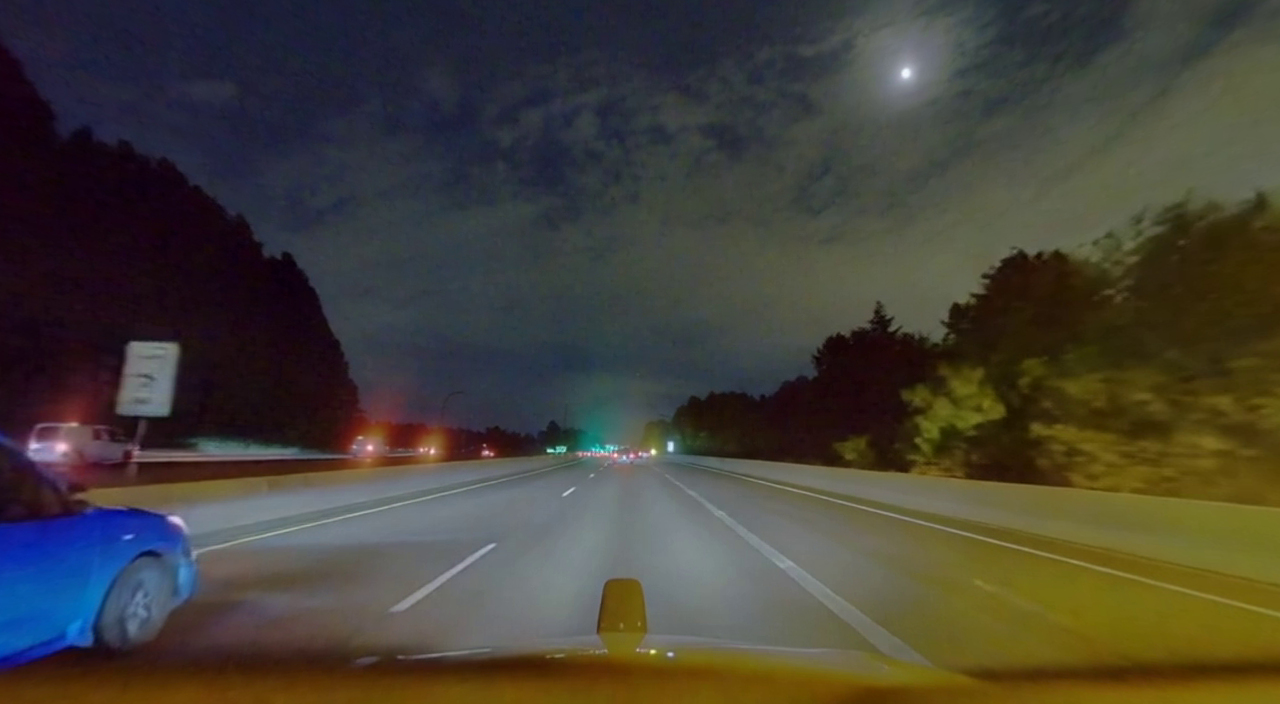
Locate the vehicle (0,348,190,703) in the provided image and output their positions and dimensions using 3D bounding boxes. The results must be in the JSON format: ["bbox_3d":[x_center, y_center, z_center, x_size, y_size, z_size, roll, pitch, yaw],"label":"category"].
[{"bbox_3d":[-4.194,0.740,2.214,1.971,1.795,4.389,0,-9,-1],"label":"vehicle"}]

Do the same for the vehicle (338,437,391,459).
[{"bbox_3d":[-19.891,6.972,45.650,1.901,1.465,4.173,0,-9,0],"label":"vehicle"}]
